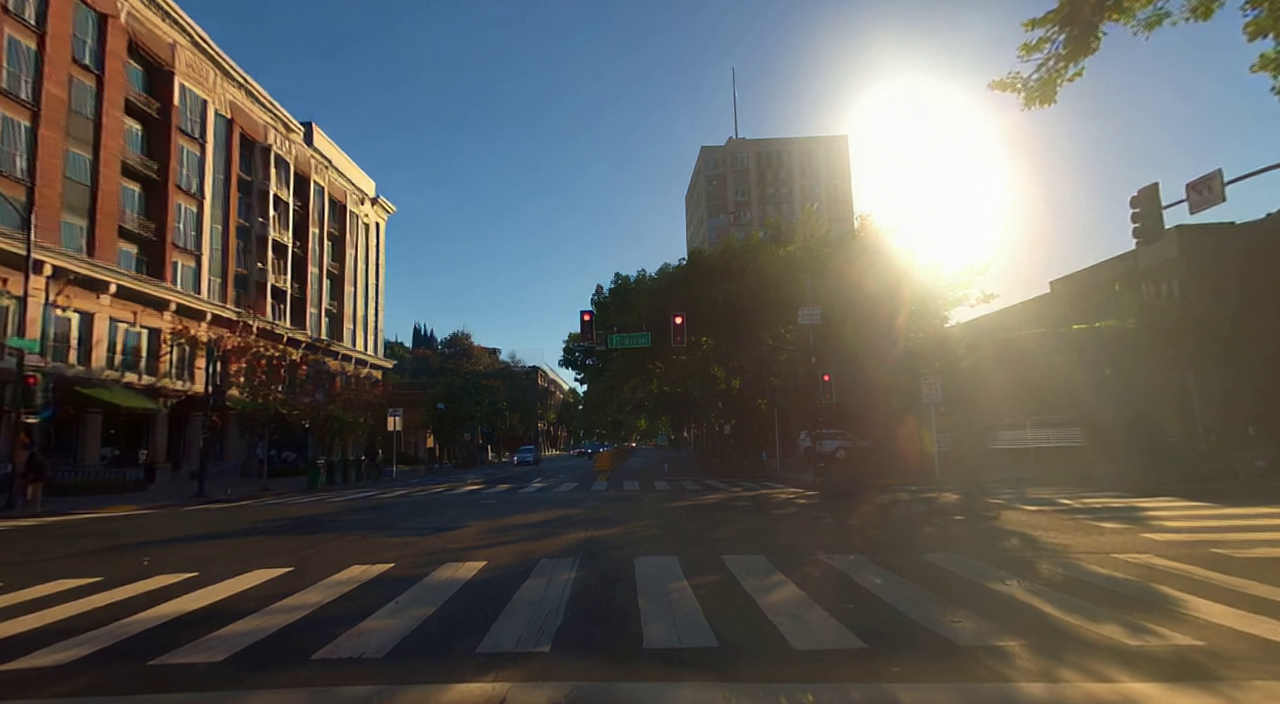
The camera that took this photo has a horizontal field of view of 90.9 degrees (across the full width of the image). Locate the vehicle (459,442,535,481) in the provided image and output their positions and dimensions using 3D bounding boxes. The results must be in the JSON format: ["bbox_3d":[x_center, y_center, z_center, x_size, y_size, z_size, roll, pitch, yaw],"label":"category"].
[{"bbox_3d":[-5.879,4.547,26.483,2.127,1.473,4.428,0,-8,1],"label":"vehicle"}]
